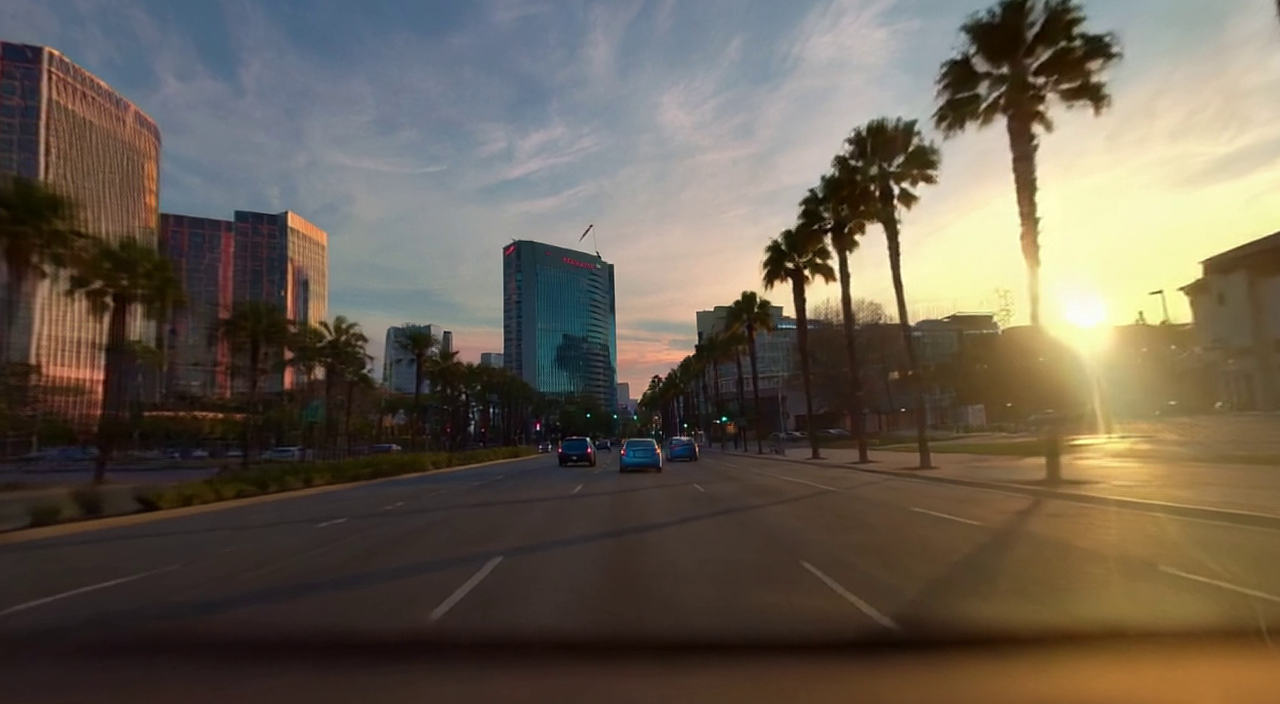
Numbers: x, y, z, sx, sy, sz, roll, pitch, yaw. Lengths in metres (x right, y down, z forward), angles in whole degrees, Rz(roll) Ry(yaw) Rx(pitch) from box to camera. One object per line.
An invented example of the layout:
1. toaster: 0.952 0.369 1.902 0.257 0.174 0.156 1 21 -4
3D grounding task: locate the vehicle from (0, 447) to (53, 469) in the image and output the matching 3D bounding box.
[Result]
1. vehicle: -47.020 7.940 47.392 3.985 1.623 1.976 0 -9 -3

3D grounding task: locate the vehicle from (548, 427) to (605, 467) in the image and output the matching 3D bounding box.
1. vehicle: -3.458 5.383 35.890 2.672 2.064 5.681 0 -9 0

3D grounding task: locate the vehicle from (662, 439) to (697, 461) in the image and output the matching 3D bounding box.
1. vehicle: 2.798 7.084 45.803 2.085 1.482 4.491 0 -9 -2

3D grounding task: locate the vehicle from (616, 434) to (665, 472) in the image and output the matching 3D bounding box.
1. vehicle: -0.033 4.720 29.570 2.160 1.615 4.117 0 -9 -1
